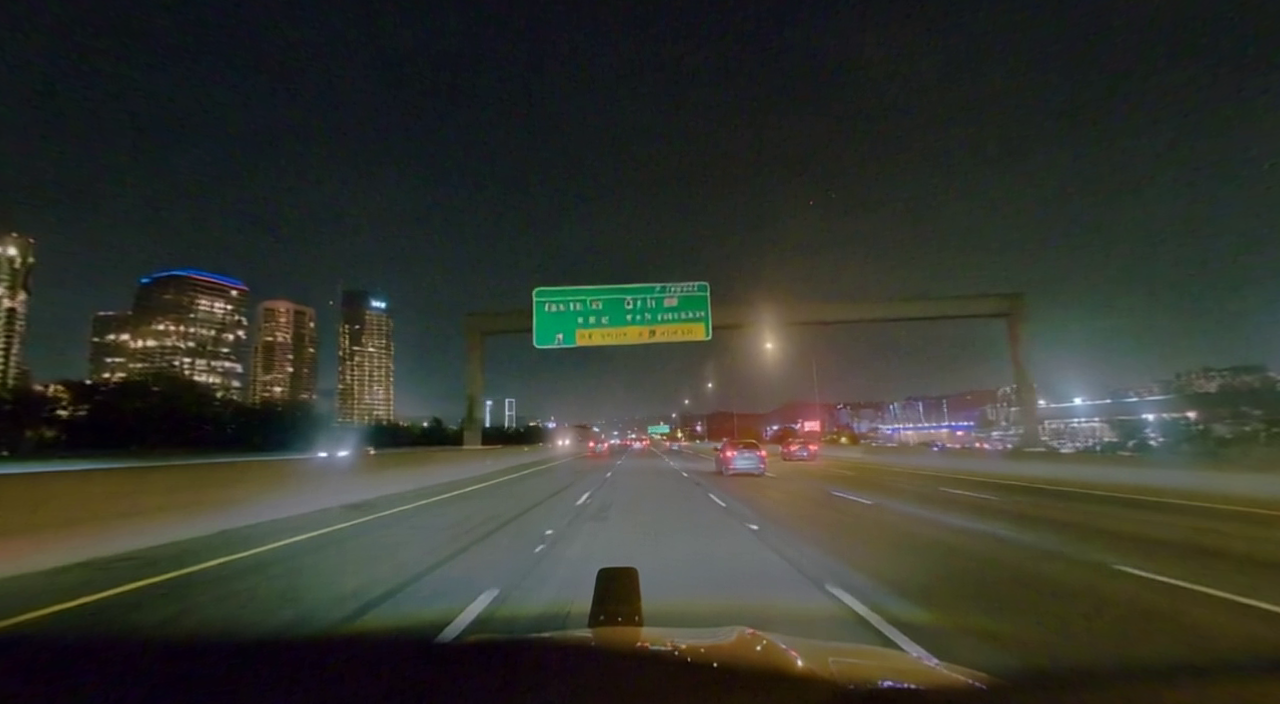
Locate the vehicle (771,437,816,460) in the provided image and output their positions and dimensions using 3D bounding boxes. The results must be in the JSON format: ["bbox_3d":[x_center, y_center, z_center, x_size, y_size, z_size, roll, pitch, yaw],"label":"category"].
[{"bbox_3d":[10.980,6.925,45.488,2.019,1.529,4.385,0,-8,-1],"label":"vehicle"}]

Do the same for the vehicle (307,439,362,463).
[{"bbox_3d":[-21.892,7.095,45.400,1.865,1.631,4.173,0,-8,-1],"label":"vehicle"}]

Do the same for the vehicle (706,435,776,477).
[{"bbox_3d":[3.797,4.009,24.552,1.961,1.504,4.094,0,-8,-1],"label":"vehicle"}]

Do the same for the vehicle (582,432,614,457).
[{"bbox_3d":[-3.106,6.922,47.081,2.072,1.730,4.381,0,-8,0],"label":"vehicle"}]
